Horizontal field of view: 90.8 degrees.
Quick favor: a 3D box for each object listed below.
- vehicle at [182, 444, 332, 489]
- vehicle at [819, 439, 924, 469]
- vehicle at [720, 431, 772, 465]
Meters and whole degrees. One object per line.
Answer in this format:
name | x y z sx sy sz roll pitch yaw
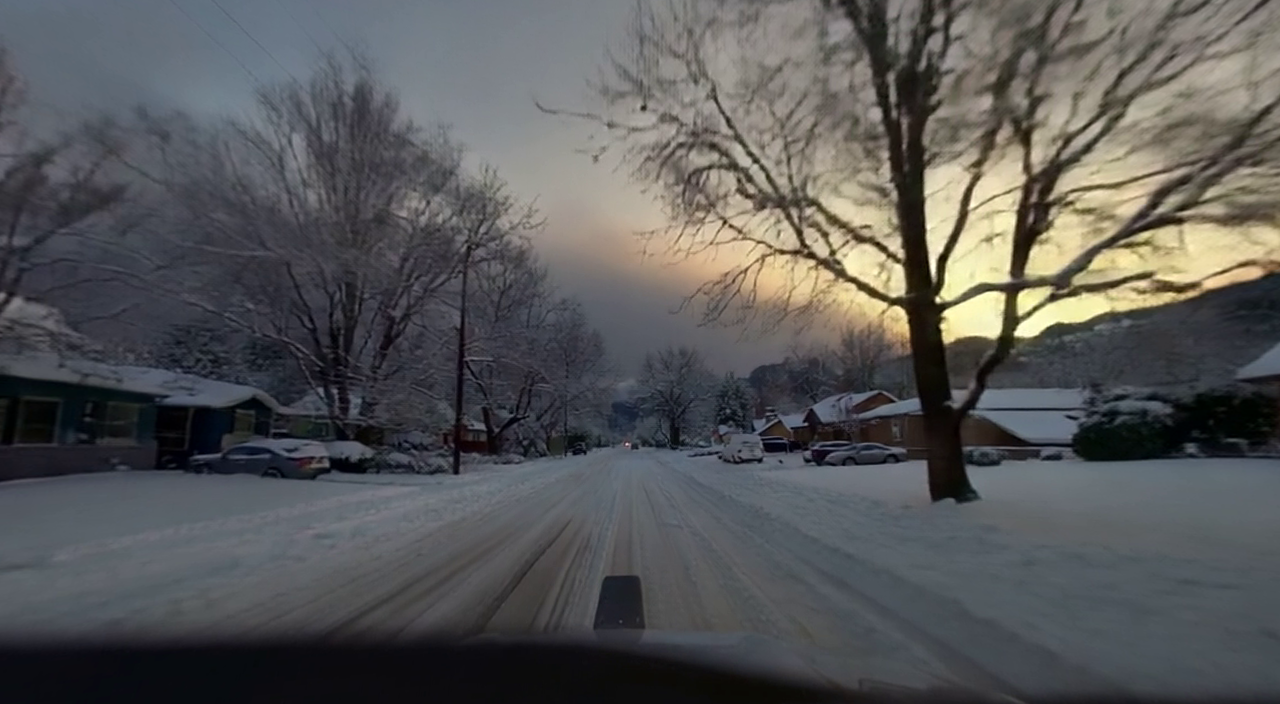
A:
vehicle | -13.810 4.122 23.005 4.190 1.529 1.880 1 -9 -4
vehicle | 11.977 5.295 32.916 4.686 1.466 1.869 0 -9 -1
vehicle | 6.656 6.099 40.255 2.233 1.923 4.848 -3 -8 -2
